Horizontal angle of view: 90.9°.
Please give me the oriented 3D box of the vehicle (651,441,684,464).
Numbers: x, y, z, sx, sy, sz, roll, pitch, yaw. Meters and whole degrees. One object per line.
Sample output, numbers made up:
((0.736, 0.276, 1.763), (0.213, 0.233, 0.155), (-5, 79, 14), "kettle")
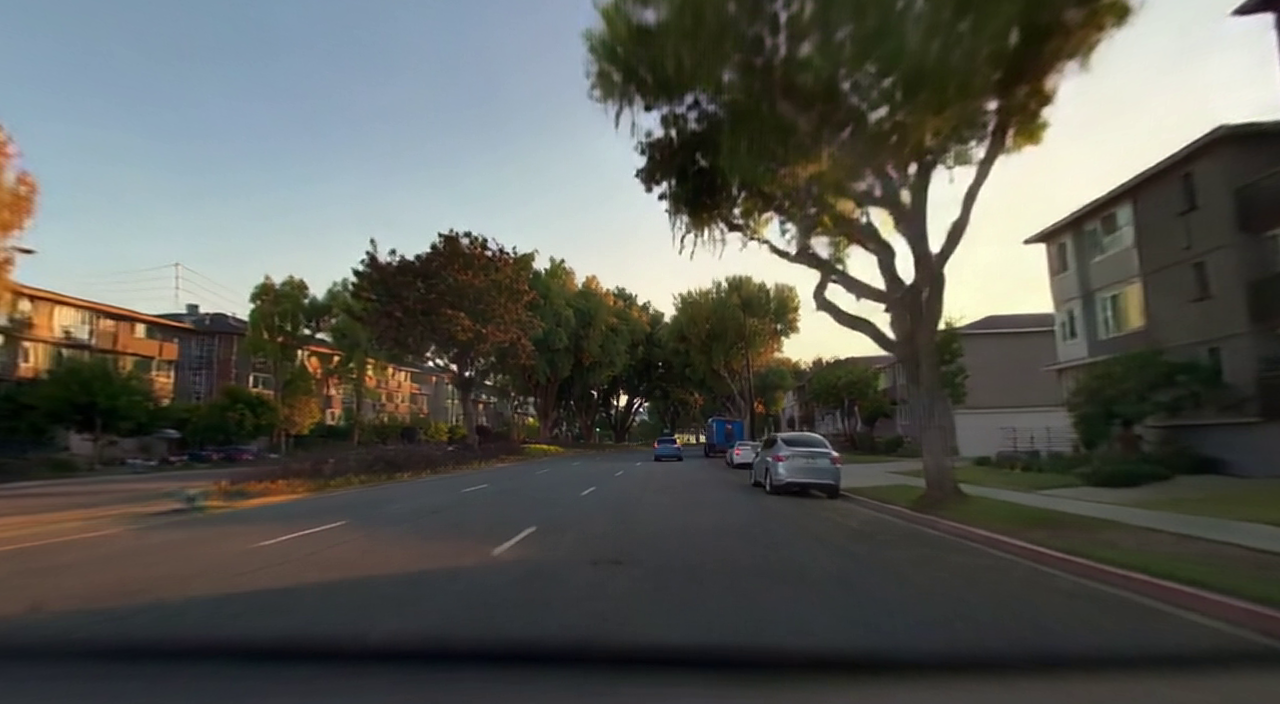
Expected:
((1.784, 6.224, 39.230), (1.871, 1.370, 4.206), (-1, -8, 5), "vehicle")

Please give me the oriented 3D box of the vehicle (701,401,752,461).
((6.375, 6.210, 48.425), (3.157, 3.982, 13.307), (-1, -8, 5), "vehicle")

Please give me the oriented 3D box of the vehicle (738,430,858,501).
((4.090, 3.018, 17.224), (2.121, 1.659, 4.675), (0, -8, 1), "vehicle")
